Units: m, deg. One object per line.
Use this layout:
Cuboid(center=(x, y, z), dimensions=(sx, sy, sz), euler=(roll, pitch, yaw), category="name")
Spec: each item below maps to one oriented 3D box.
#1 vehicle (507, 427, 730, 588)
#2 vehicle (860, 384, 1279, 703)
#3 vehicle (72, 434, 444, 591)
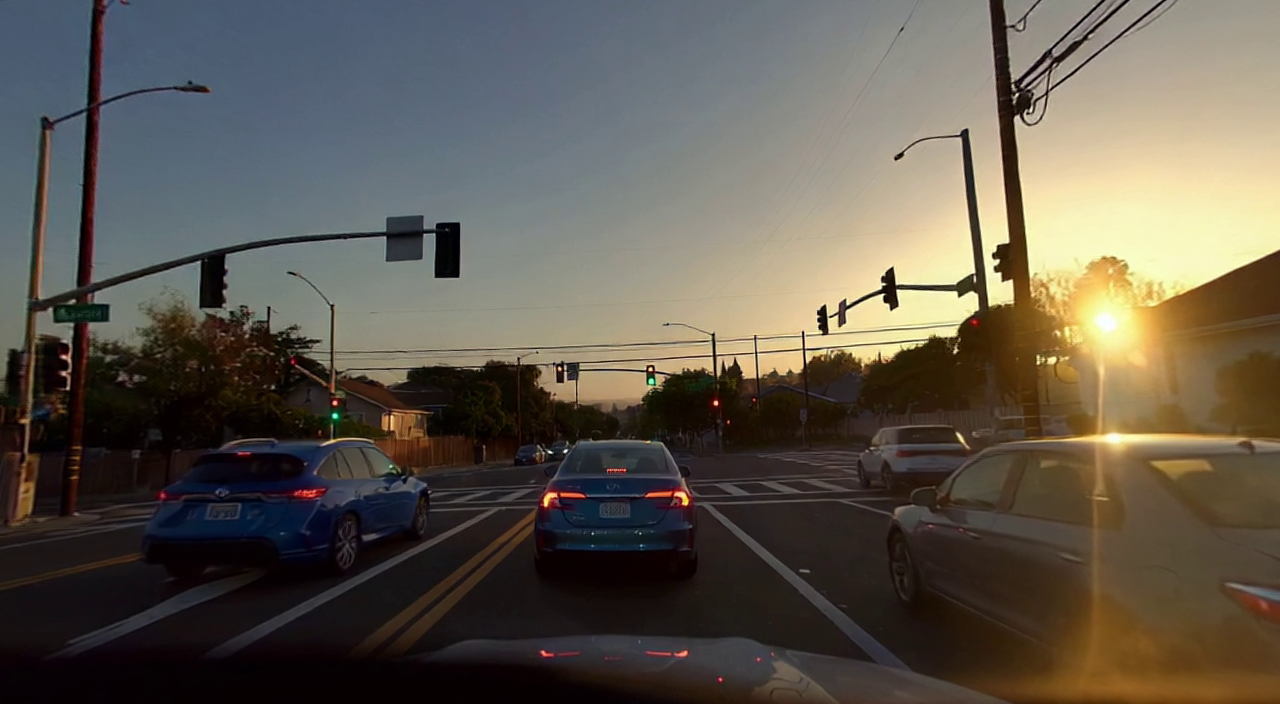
Cuboid(center=(-0.220, 1.759, 8.029), dimensions=(2.061, 1.485, 4.196), euler=(0, -8, -1), category="vehicle")
Cuboid(center=(2.905, 1.106, 3.664), dimensions=(1.860, 1.494, 3.707), euler=(0, -8, -1), category="vehicle")
Cuboid(center=(-4.371, 1.865, 8.305), dimensions=(2.106, 1.492, 4.312), euler=(0, -8, 1), category="vehicle")
